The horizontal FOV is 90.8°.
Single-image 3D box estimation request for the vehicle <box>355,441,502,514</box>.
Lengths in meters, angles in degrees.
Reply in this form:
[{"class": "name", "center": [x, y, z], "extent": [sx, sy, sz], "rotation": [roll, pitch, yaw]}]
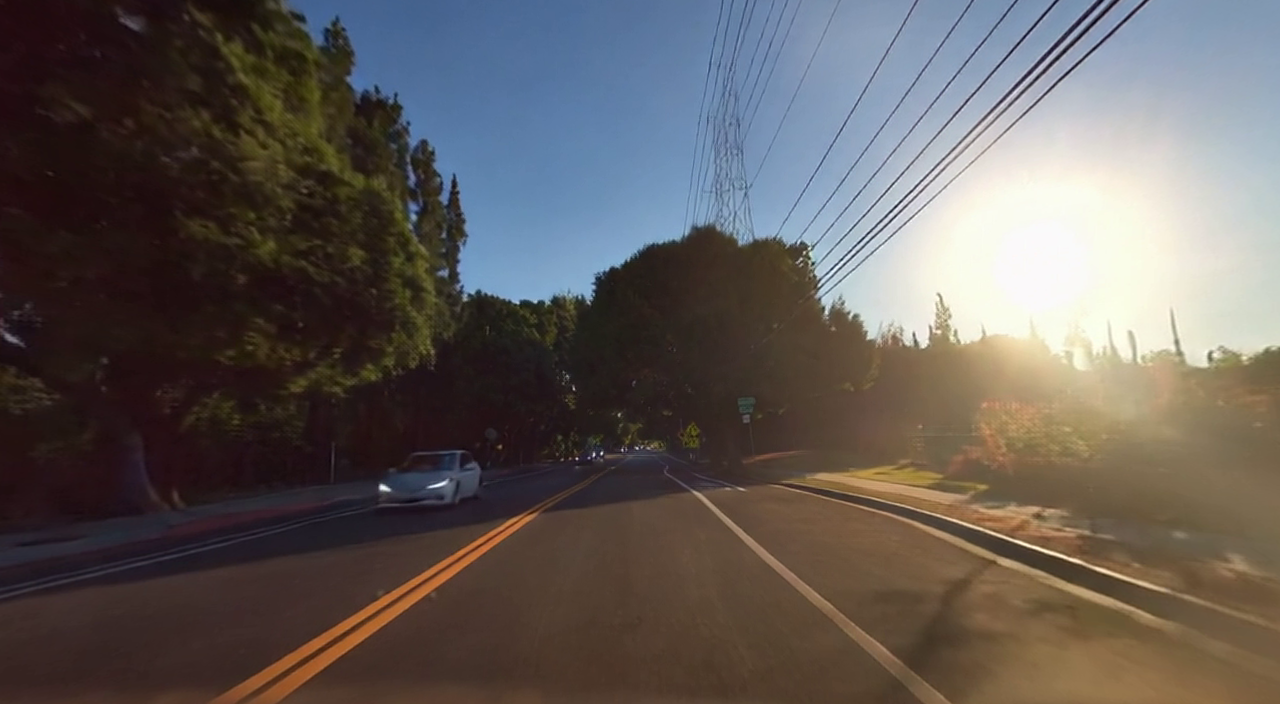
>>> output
[{"class": "vehicle", "center": [-5.030, 3.026, 15.839], "extent": [2.093, 1.523, 4.536], "rotation": [0, -8, 0]}]
